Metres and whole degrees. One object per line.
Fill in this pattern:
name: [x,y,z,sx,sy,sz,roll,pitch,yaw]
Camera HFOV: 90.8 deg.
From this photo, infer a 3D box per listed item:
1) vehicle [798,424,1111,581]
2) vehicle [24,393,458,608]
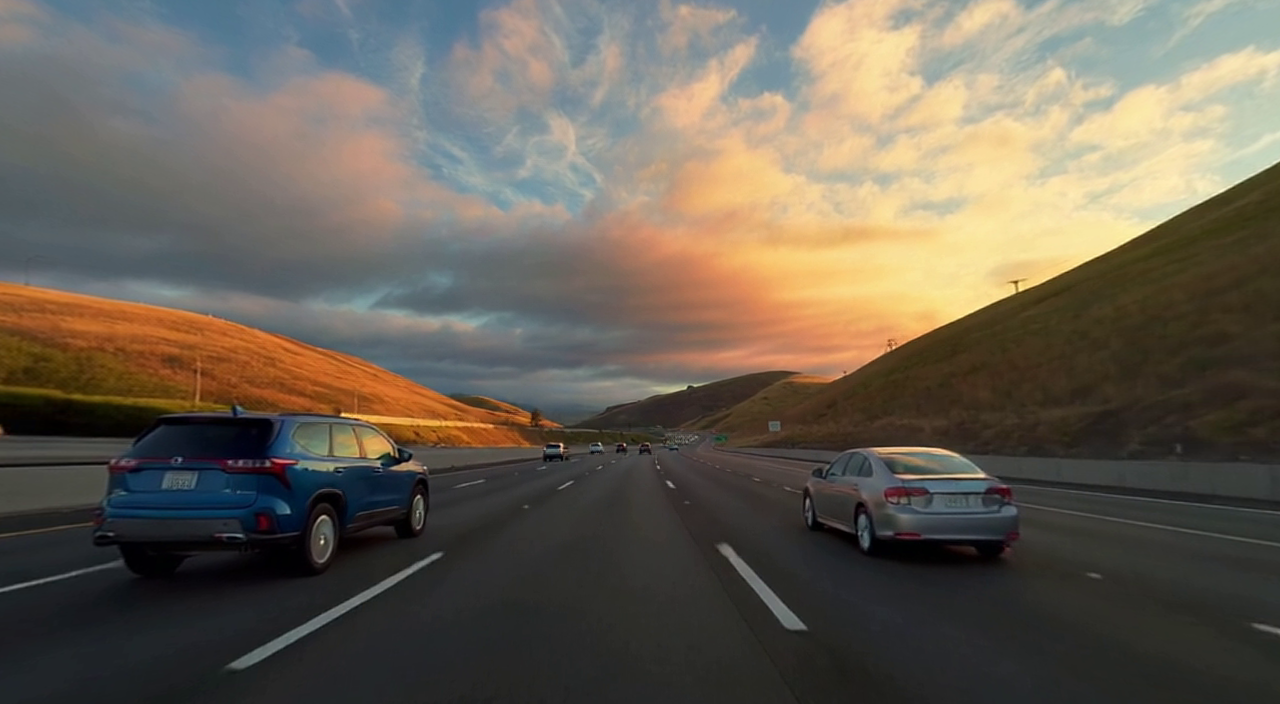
vehicle: [3.576,1.776,8.288,1.847,1.493,4.303,0,-9,-1]
vehicle: [-3.903,1.548,7.505,2.047,1.715,4.689,0,-9,0]
